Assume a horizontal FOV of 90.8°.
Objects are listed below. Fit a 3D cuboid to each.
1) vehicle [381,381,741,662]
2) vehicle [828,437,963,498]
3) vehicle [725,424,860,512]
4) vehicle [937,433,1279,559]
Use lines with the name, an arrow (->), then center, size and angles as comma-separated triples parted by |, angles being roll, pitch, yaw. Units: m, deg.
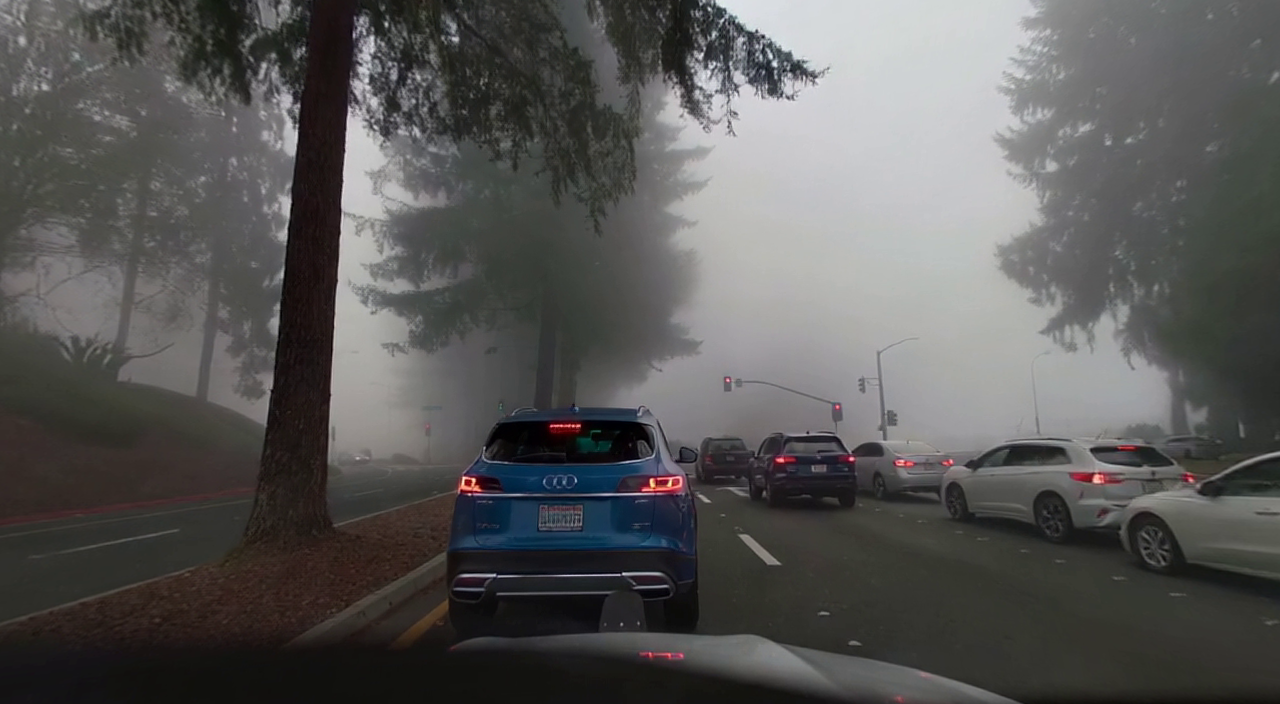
vehicle -> -0.433, 1.351, 6.084 | 2.201, 1.709, 4.271 | 0, -9, 1
vehicle -> 6.960, 3.186, 17.792 | 1.890, 1.489, 4.415 | 0, -9, -1
vehicle -> 3.259, 2.580, 14.474 | 1.963, 1.682, 4.407 | 0, -9, 0
vehicle -> 6.583, 2.017, 9.656 | 1.894, 1.445, 4.565 | 0, -9, 0
